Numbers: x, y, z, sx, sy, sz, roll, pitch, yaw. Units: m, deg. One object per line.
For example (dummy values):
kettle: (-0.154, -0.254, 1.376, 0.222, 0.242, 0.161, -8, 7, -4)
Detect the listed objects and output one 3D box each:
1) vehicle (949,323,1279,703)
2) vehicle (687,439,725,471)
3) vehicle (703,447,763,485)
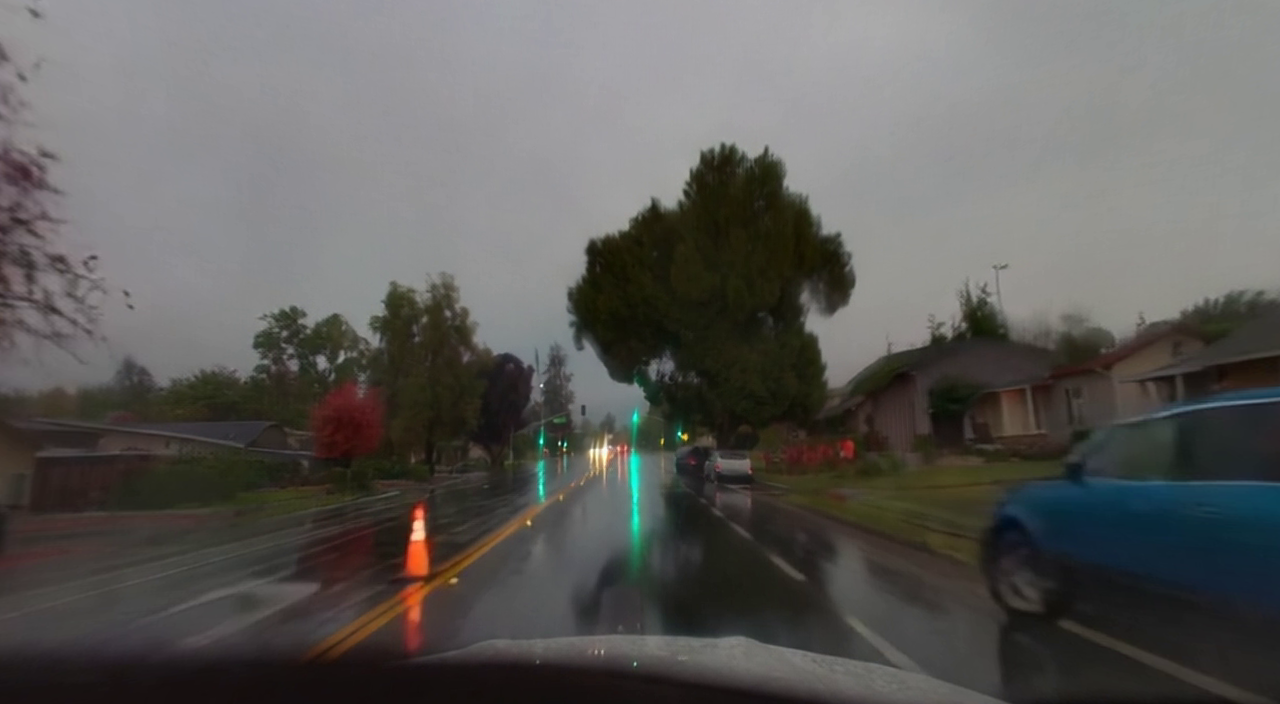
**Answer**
vehicle: (4.107, 0.873, 3.261, 2.255, 1.914, 4.967, 0, -9, -3)
vehicle: (4.139, 6.529, 40.227, 2.241, 1.935, 3.270, -1, -9, 4)
vehicle: (3.813, 4.722, 26.585, 1.870, 1.441, 4.539, 0, -9, 1)
